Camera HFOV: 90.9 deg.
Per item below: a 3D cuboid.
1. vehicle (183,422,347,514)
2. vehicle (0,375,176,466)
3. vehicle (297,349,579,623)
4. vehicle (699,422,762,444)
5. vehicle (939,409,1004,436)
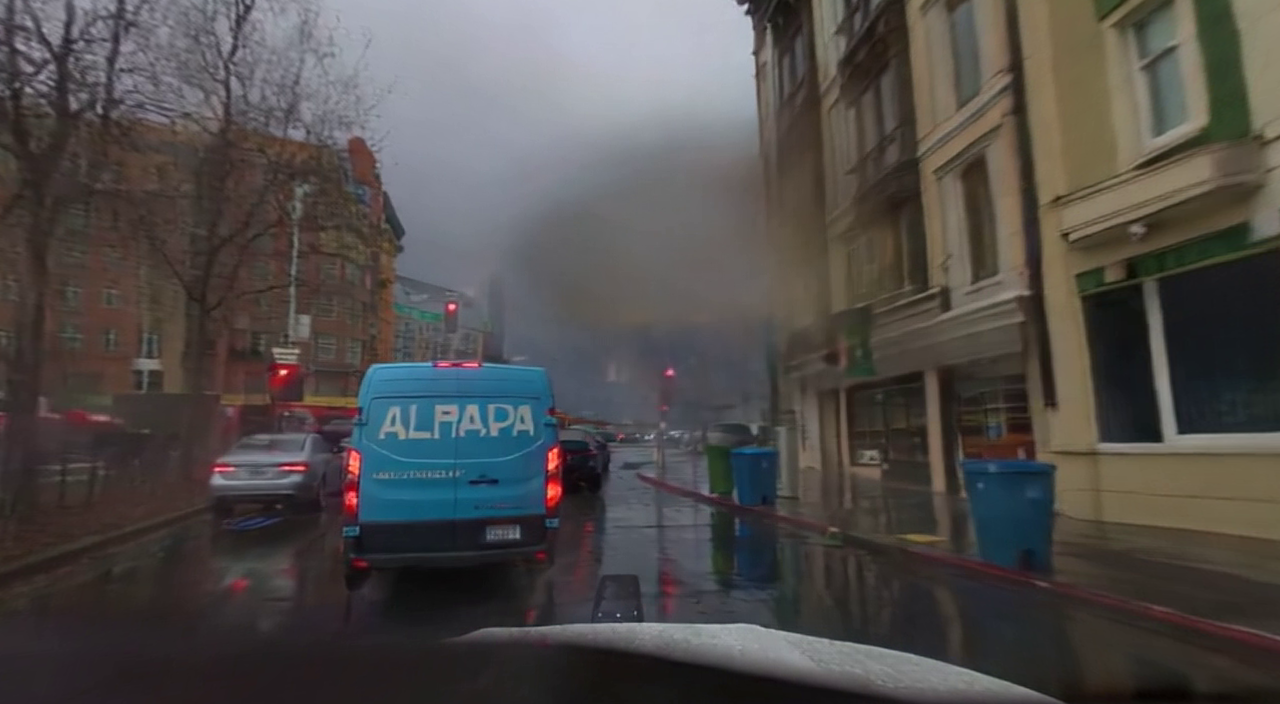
[{"bbox_3d":[-6.868,2.103,11.957,1.841,1.461,3.426,2,-8,-17],"label":"vehicle"},{"bbox_3d":[-24.238,2.569,23.391,10.606,3.178,3.014,2,-8,-18],"label":"vehicle"},{"bbox_3d":[-2.044,1.235,6.760,1.951,1.907,4.266,2,-8,-17],"label":"vehicle"},{"bbox_3d":[6.154,5.525,42.929,3.885,1.449,1.757,2,-8,-19],"label":"vehicle"},{"bbox_3d":[22.586,4.837,42.913,4.020,1.572,1.718,5,-10,-23],"label":"vehicle"}]
